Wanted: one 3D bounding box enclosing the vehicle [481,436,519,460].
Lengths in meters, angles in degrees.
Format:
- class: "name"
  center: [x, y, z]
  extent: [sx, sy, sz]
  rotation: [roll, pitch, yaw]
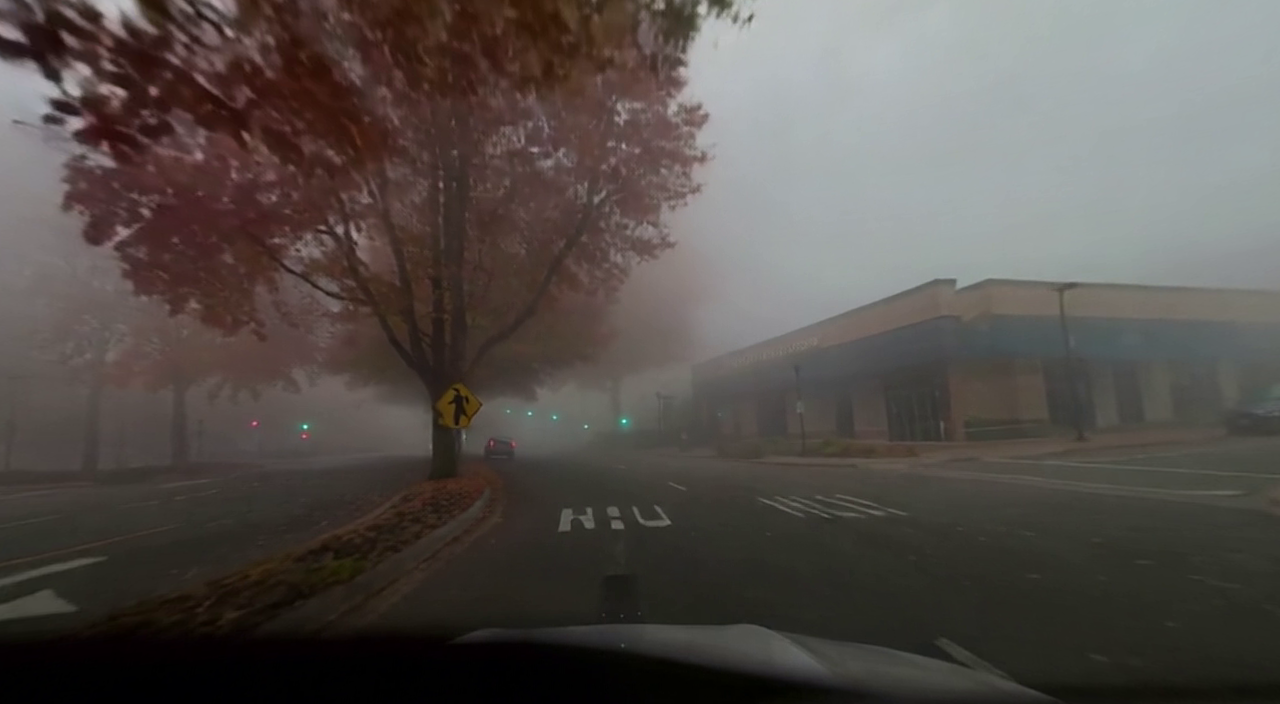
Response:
- class: "vehicle"
  center: [-9.290, 6.335, 41.521]
  extent: [2.018, 1.512, 4.304]
  rotation: [2, -9, -17]
